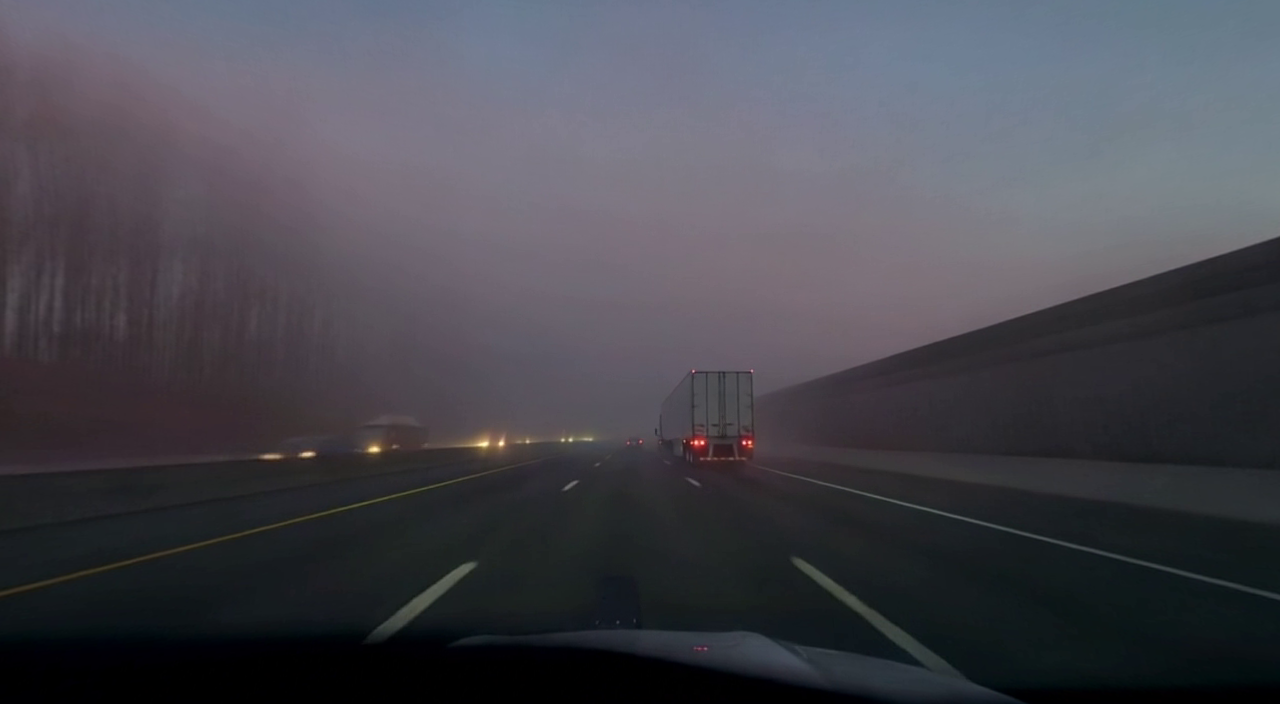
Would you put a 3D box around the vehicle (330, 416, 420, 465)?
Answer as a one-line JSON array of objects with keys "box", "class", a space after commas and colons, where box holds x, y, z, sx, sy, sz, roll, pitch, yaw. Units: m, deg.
[{"box": [-15.741, 5.326, 37.944, 2.333, 2.686, 7.040, 0, -8, 0], "class": "vehicle"}]

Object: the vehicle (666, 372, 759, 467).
[{"box": [3.480, 3.941, 35.269, 2.979, 4.161, 15.508, 1, -7, -2], "class": "vehicle"}]

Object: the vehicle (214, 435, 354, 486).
[{"box": [-12.002, 3.640, 21.688, 1.933, 1.543, 4.960, 0, -8, 0], "class": "vehicle"}]
